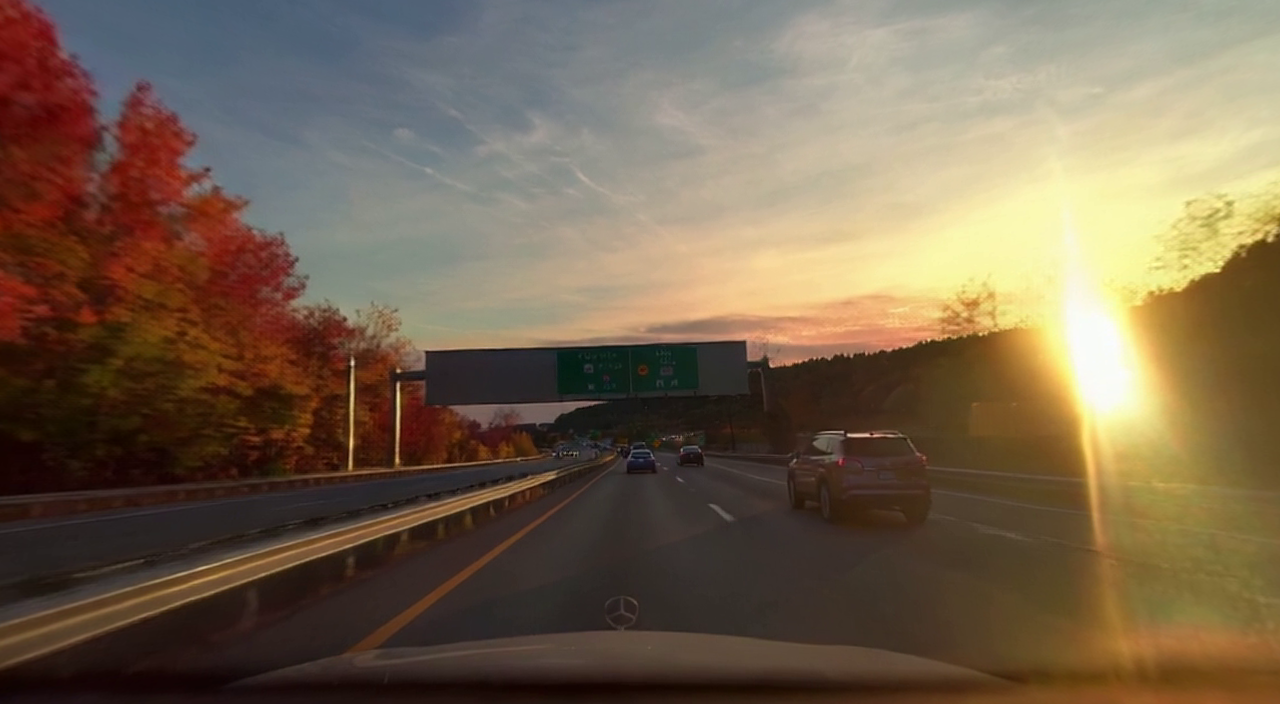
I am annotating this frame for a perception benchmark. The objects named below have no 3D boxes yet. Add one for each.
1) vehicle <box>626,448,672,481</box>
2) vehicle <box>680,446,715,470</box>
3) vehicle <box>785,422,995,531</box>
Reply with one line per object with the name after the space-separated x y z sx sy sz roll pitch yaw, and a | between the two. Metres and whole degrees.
0.376 5.246 29.493 2.037 1.418 3.793 0 -9 -1 | vehicle
3.881 7.275 43.115 1.959 1.528 4.207 0 -9 -1 | vehicle
4.522 2.347 12.291 2.250 1.718 4.358 0 -9 -1 | vehicle
